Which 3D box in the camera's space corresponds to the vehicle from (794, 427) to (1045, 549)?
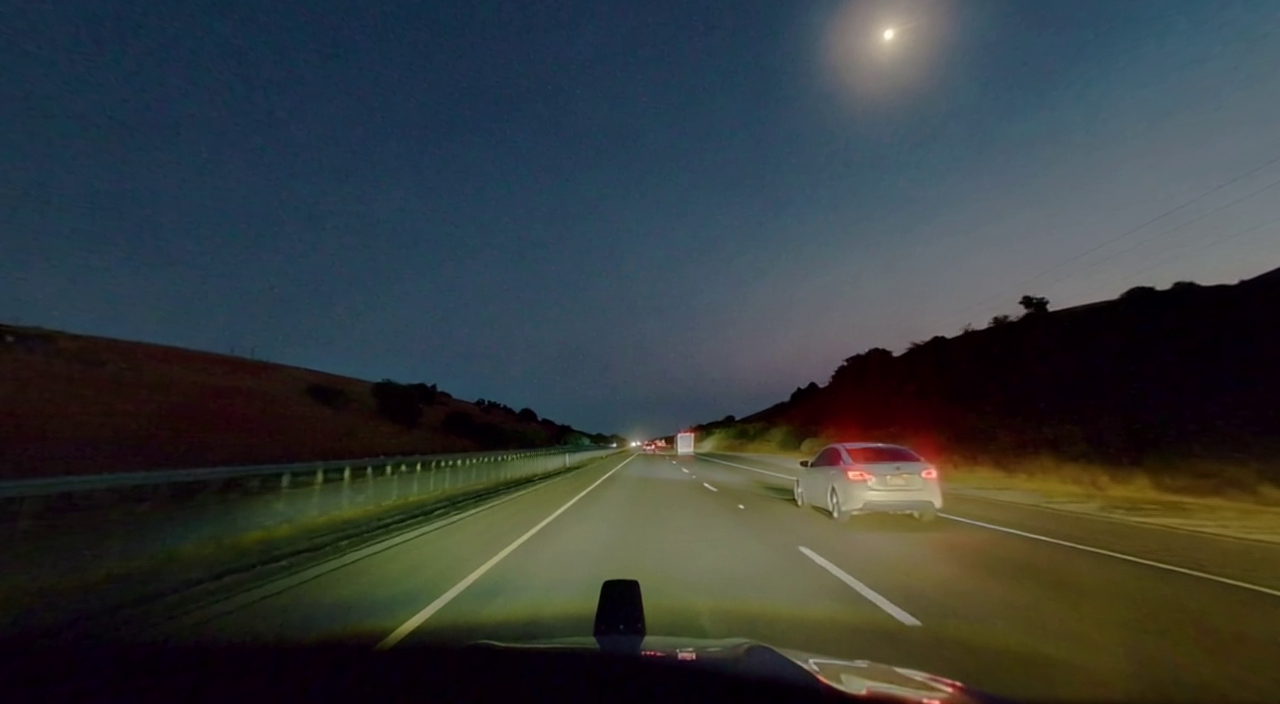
[{"bbox_3d":[4.097,2.056,10.317,1.960,1.516,4.657,0,-8,0],"label":"vehicle"}]
